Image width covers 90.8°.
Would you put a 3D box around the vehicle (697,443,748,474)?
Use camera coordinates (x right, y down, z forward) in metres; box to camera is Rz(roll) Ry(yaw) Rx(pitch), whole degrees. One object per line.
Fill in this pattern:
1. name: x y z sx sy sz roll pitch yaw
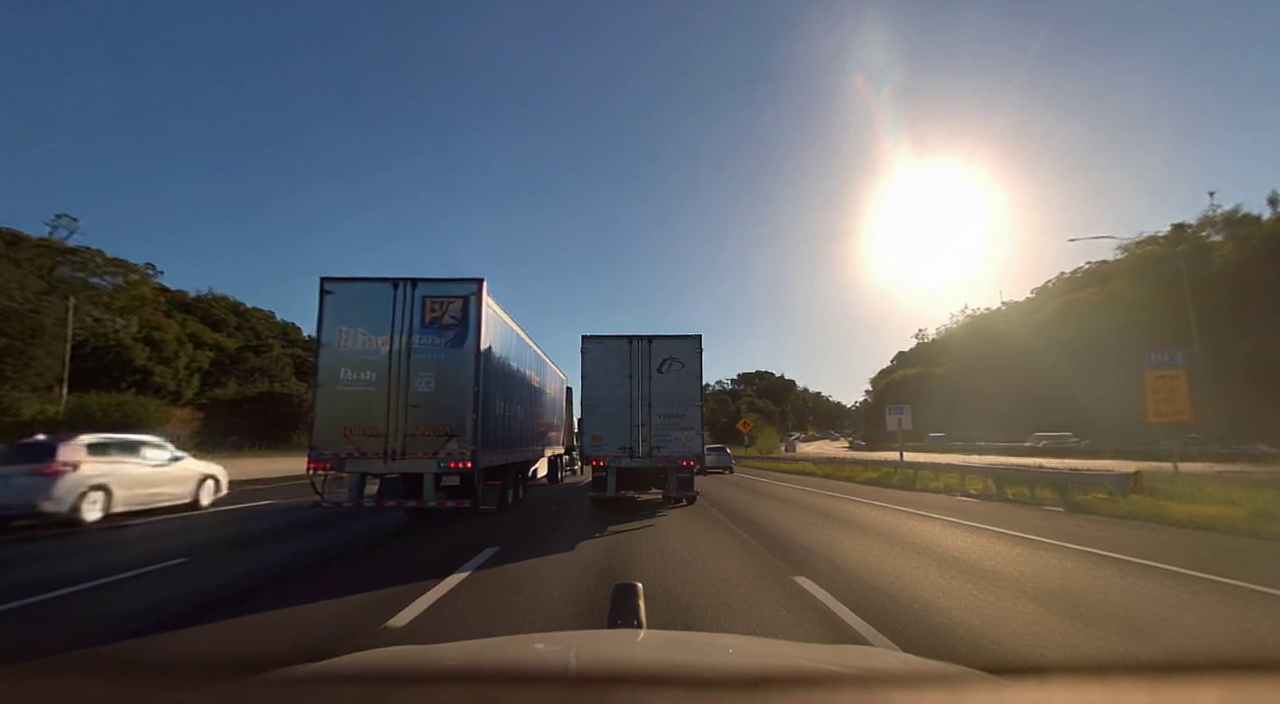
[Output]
1. vehicle: 4.104 5.385 32.145 2.010 1.446 4.579 0 -9 1

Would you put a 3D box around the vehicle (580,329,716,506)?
1. vehicle: 0.089 2.116 18.606 2.910 3.828 9.805 0 -9 -1

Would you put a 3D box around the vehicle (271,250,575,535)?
1. vehicle: -3.859 1.706 17.025 2.873 4.107 15.970 0 -9 -1

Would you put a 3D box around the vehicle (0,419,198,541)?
1. vehicle: -10.878 2.189 11.149 2.120 1.862 5.530 0 -9 0
